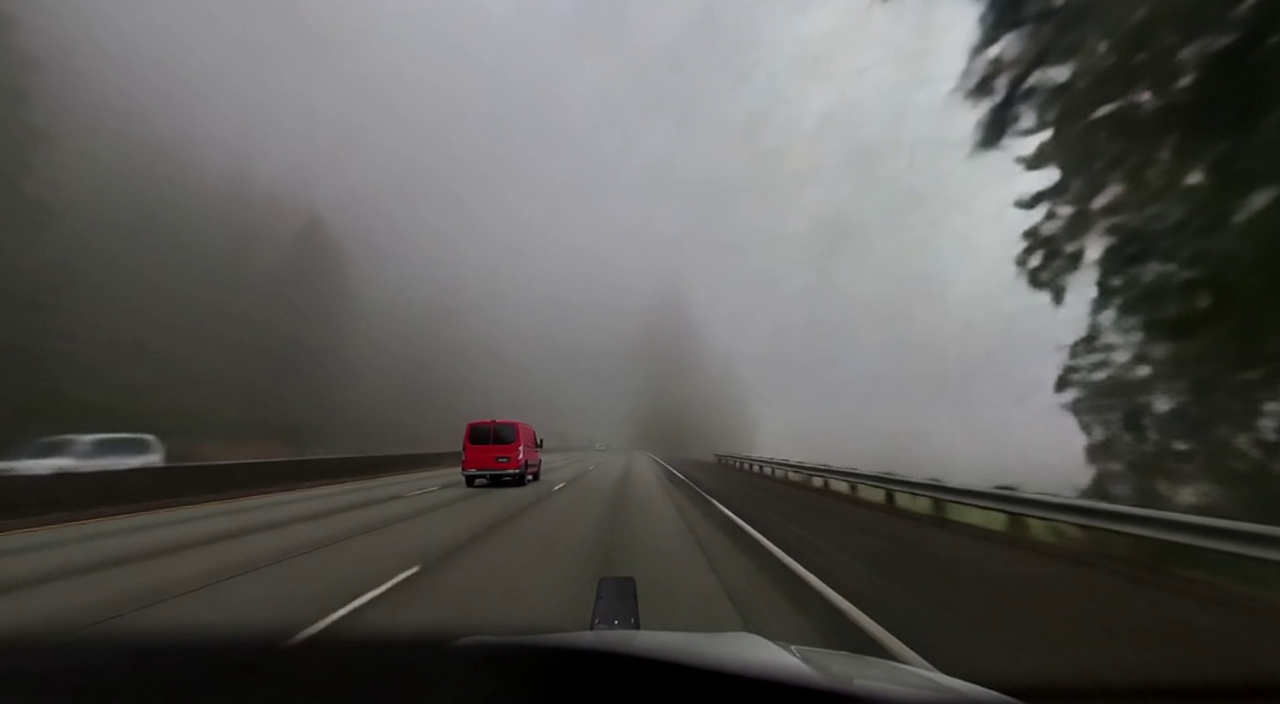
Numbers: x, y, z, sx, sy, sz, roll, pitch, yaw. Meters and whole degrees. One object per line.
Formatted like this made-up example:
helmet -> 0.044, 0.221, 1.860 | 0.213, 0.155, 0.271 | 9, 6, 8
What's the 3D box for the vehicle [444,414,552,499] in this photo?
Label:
vehicle -> -3.782, 2.896, 17.750 | 1.976, 2.029, 4.737 | -1, -8, 0
